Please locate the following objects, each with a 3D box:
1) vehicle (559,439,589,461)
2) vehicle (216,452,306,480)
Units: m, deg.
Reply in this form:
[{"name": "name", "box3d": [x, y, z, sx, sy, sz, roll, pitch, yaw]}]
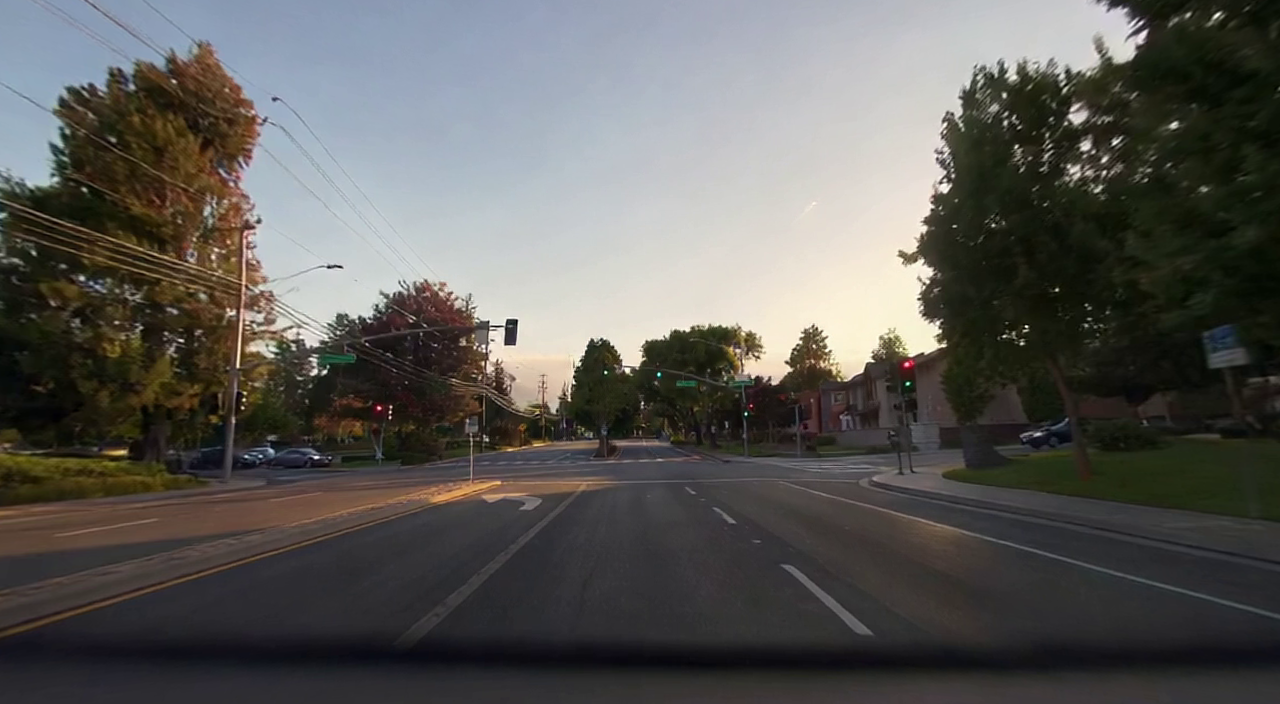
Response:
[{"name": "vehicle", "box3d": [-5.110, 7.693, 49.658, 1.948, 1.471, 5.408, 2, -7, -2]}, {"name": "vehicle", "box3d": [-24.658, 7.418, 41.153, 4.553, 1.722, 1.915, 0, -8, -2]}]
